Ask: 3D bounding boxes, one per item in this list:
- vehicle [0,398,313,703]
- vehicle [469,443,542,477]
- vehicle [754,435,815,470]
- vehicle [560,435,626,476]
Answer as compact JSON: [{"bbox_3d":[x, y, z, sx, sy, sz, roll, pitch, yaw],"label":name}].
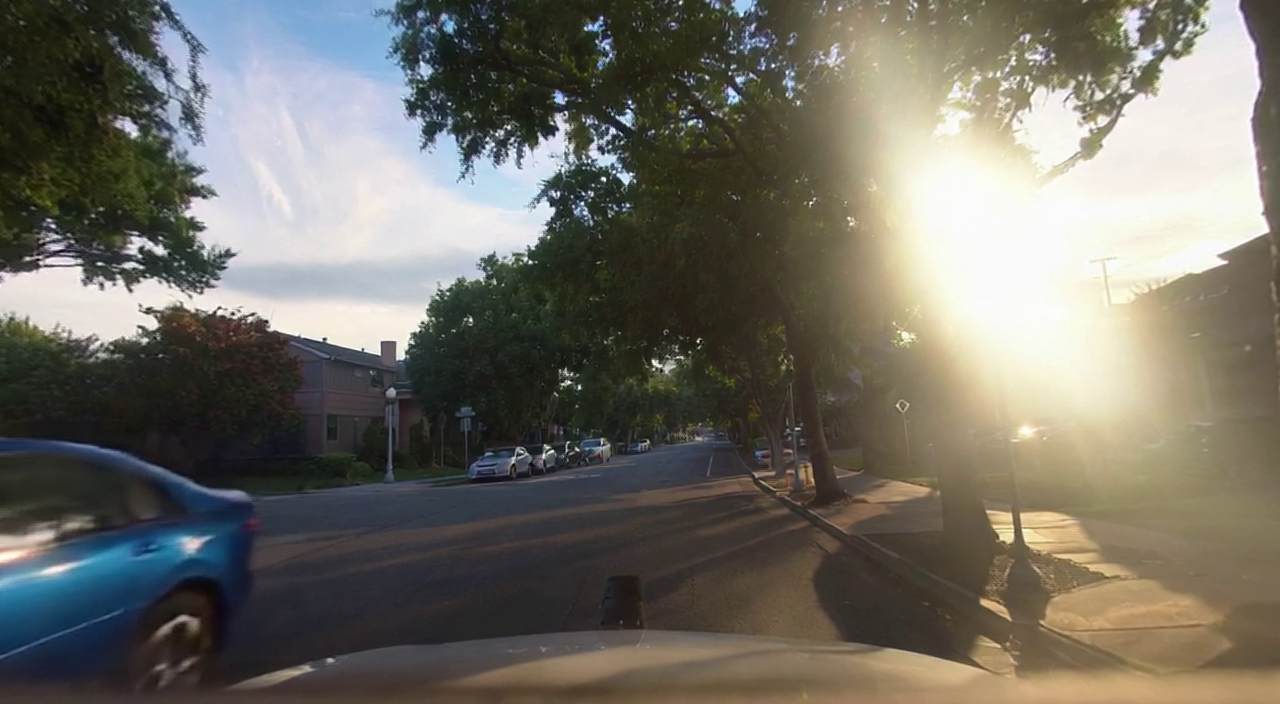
[{"bbox_3d":[-3.527,0.937,2.413,2.056,1.508,4.596,0,-9,1],"label":"vehicle"},{"bbox_3d":[-6.075,4.942,29.085,1.968,1.443,4.358,-1,-9,6],"label":"vehicle"},{"bbox_3d":[6.685,4.689,29.696,1.918,1.461,4.419,-1,-8,1],"label":"vehicle"},{"bbox_3d":[-1.974,4.572,28.126,2.110,1.651,4.410,-1,-9,7],"label":"vehicle"}]
